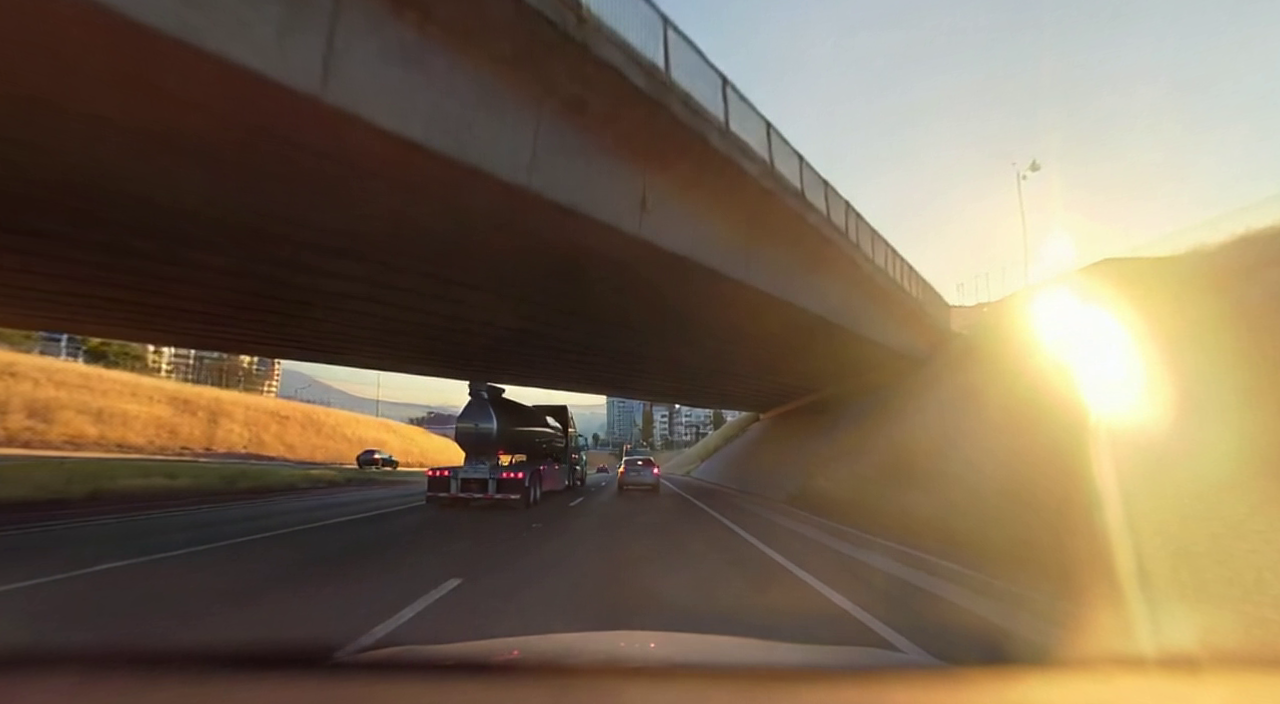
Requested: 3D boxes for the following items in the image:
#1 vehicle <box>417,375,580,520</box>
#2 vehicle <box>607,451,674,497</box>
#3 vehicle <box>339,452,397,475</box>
[{"bbox_3d":[-4.180,3.453,22.966,2.896,3.563,14.643,0,-9,-1],"label":"vehicle"},{"bbox_3d":[-0.021,4.364,23.069,2.215,1.481,4.246,0,-9,-1],"label":"vehicle"},{"bbox_3d":[-19.220,7.853,44.839,1.929,1.523,4.108,-1,-9,6],"label":"vehicle"}]
